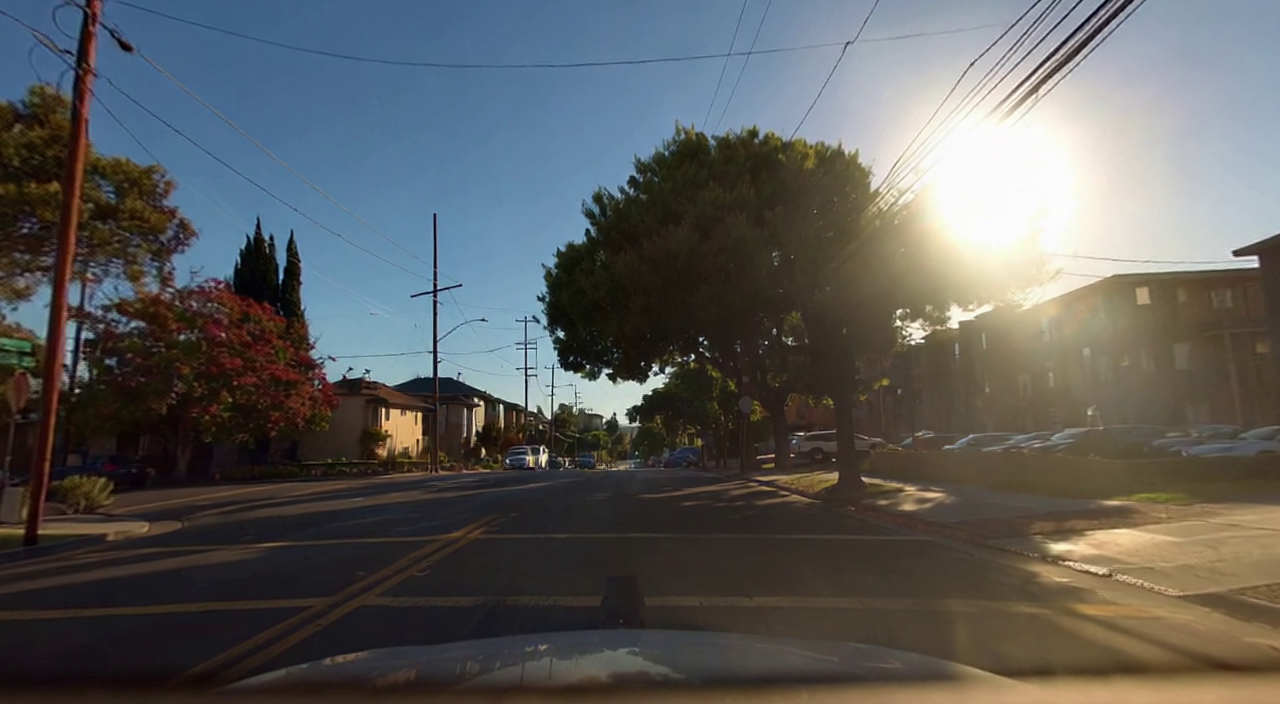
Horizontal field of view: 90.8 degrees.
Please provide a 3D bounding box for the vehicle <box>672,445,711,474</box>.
[{"bbox_3d":[3.245,6.856,40.647,1.993,1.755,4.256,0,-8,-2],"label":"vehicle"}]

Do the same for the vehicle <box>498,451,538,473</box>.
[{"bbox_3d":[-8.552,7.744,44.678,2.066,1.472,4.353,0,-8,-2],"label":"vehicle"}]

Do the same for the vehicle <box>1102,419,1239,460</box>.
[{"bbox_3d":[22.393,3.747,26.784,4.002,1.505,2.061,-1,-10,-5],"label":"vehicle"}]

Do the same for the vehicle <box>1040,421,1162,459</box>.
[{"bbox_3d":[22.096,4.187,30.507,4.320,1.673,1.957,-2,-5,23],"label":"vehicle"}]

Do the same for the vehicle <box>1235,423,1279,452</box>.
[{"bbox_3d":[33.077,4.450,32.836,3.433,1.389,1.683,3,-9,-22],"label":"vehicle"}]

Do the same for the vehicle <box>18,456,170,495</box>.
[{"bbox_3d":[-22.308,5.025,25.935,4.424,1.486,1.814,0,-9,-2],"label":"vehicle"}]

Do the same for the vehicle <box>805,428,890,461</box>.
[{"bbox_3d":[11.228,4.989,34.072,4.509,1.664,1.981,6,-10,-35],"label":"vehicle"}]
